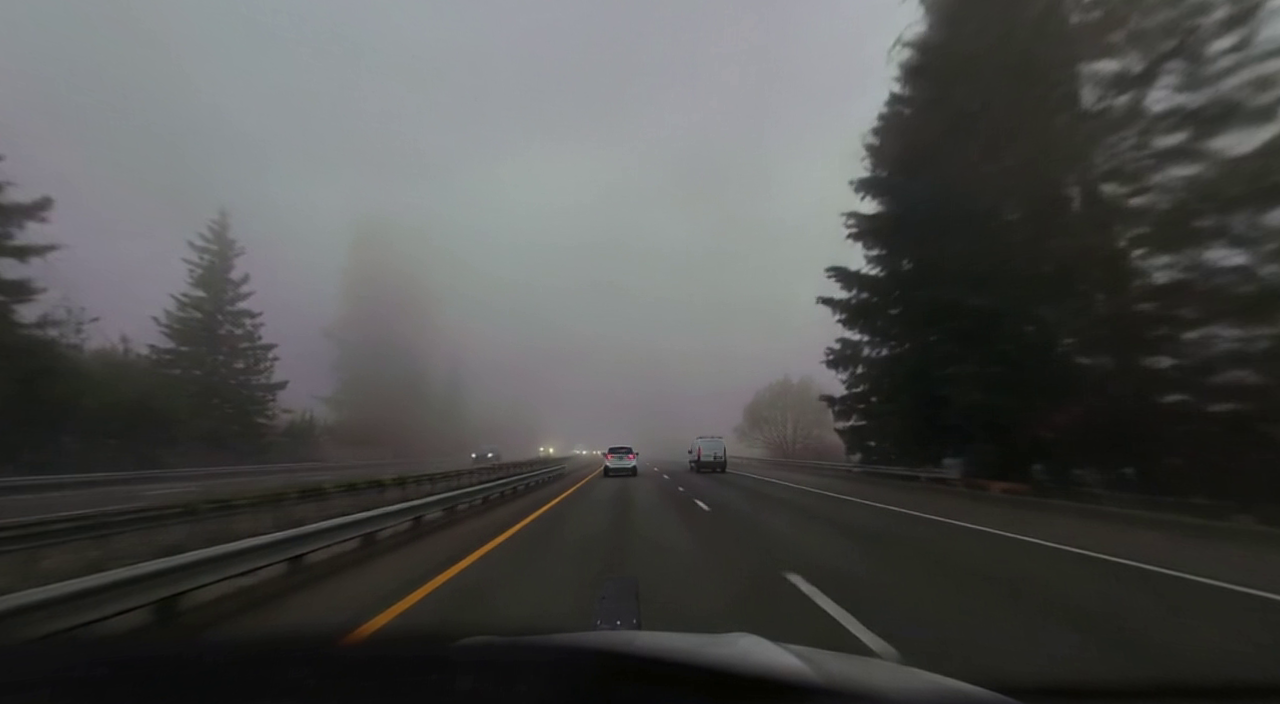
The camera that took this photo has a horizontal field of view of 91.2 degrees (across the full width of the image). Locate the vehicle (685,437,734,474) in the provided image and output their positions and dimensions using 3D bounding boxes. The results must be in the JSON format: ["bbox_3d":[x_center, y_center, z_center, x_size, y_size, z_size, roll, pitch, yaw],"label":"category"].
[{"bbox_3d":[3.880,5.918,35.899,2.179,1.930,4.538,0,-9,-1],"label":"vehicle"}]

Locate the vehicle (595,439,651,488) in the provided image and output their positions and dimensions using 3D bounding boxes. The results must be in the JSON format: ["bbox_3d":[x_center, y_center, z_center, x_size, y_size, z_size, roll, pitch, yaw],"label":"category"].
[{"bbox_3d":[-0.625,4.245,24.153,1.963,1.711,4.284,0,-9,-1],"label":"vehicle"}]
